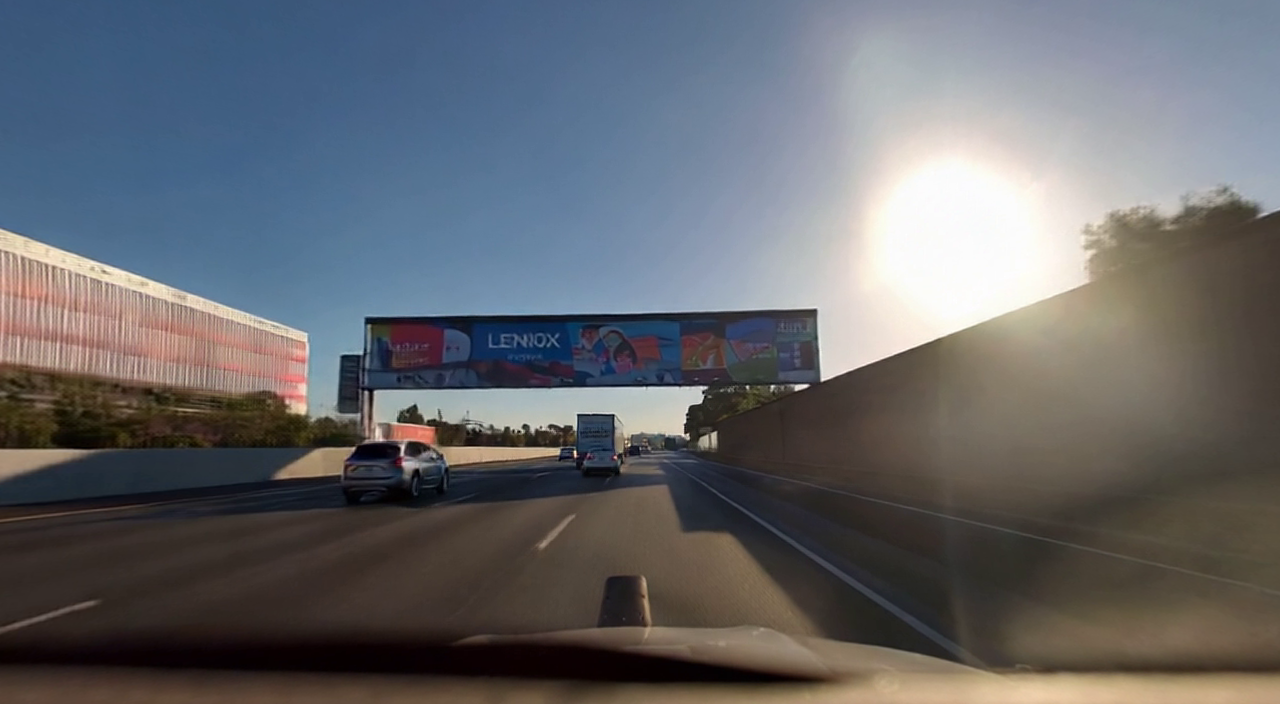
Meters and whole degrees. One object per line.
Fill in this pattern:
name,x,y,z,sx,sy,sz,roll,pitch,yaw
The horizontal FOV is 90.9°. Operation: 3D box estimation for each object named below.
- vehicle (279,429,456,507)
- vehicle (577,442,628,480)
vehicle,-7.015,3.055,17.079,2.401,1.759,5.126,0,-9,1
vehicle,-1.631,4.899,28.556,2.168,1.597,3.615,0,-9,-1
